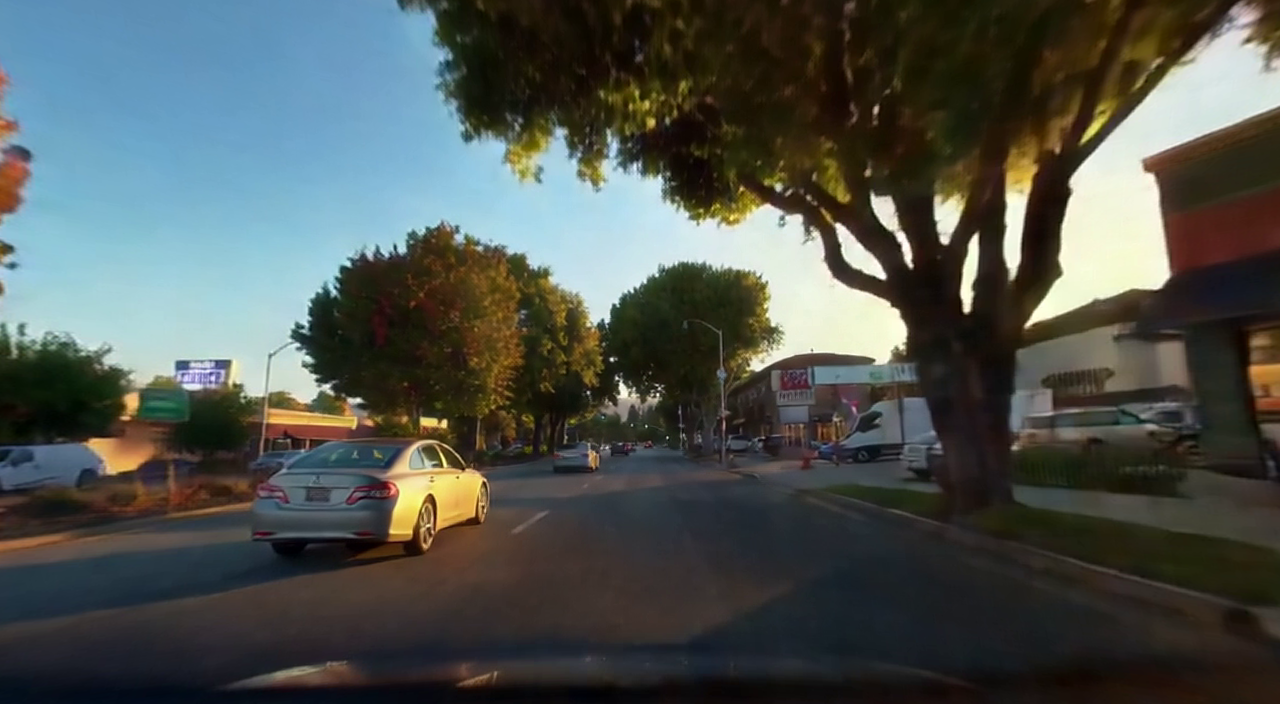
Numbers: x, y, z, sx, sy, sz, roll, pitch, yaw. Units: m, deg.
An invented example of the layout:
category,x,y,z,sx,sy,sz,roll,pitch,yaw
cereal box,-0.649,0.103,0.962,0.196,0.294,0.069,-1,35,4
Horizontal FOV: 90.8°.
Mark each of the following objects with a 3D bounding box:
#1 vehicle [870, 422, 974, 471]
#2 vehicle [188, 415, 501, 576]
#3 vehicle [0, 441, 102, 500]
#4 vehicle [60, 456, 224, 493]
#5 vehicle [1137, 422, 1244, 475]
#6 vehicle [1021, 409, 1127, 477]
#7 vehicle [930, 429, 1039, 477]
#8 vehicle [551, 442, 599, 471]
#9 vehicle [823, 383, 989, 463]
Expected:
category,x,y,z,sx,sy,sz,roll,pitch,yaw
vehicle,11.911,3.967,26.486,5.297,1.843,2.097,8,-12,-44
vehicle,-3.577,1.839,8.898,2.126,1.655,4.560,0,-9,1
vehicle,-25.484,4.761,25.219,2.214,2.238,6.591,-4,-9,1
vehicle,-25.326,6.260,32.723,2.650,1.471,7.080,-3,-9,2
vehicle,18.763,3.264,21.474,4.374,1.588,2.068,8,-11,-41
vehicle,14.825,3.103,21.485,2.031,2.064,4.681,-9,-12,44
vehicle,12.368,3.583,22.541,2.090,1.501,4.732,-8,-12,43
vehicle,-3.390,5.557,33.761,1.955,1.461,4.396,0,-9,1
vehicle,15.570,4.262,37.509,8.300,4.310,2.832,-2,-9,1
